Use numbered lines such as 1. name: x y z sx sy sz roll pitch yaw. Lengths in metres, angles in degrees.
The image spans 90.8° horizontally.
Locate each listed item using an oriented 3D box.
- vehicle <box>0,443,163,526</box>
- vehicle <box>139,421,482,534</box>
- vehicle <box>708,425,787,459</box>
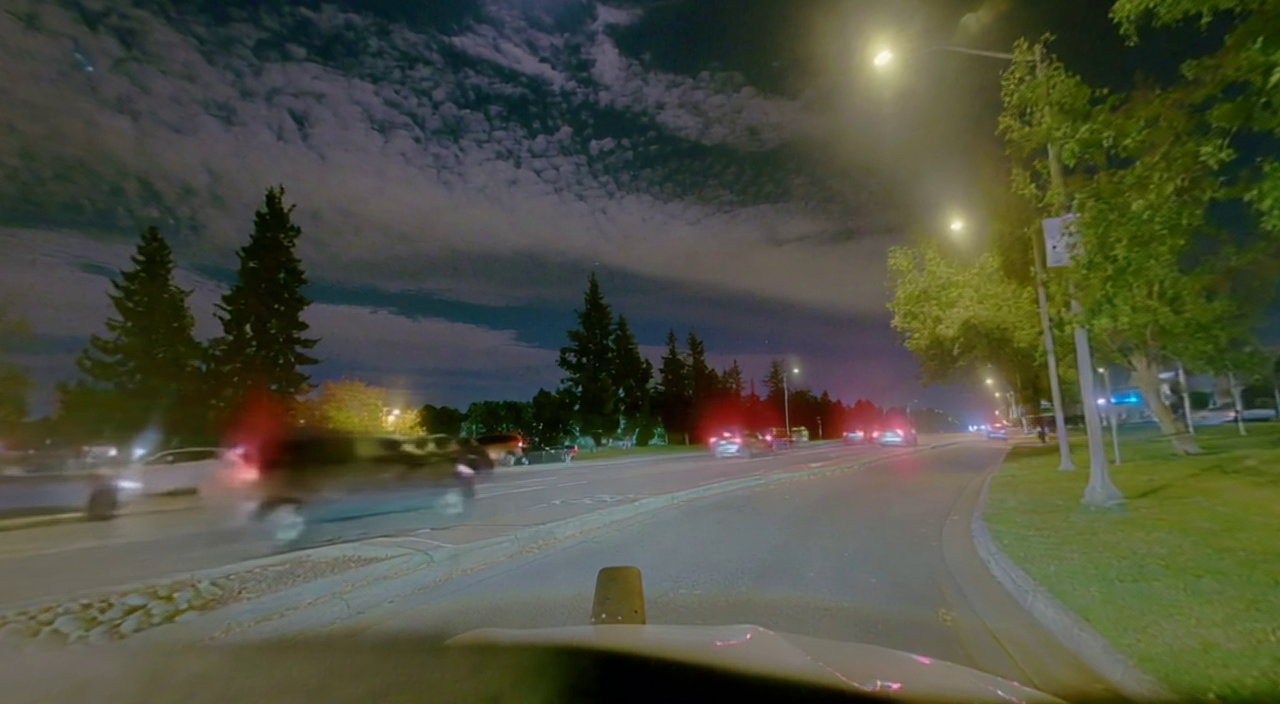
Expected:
1. vehicle: -14.526 3.125 14.686 2.313 1.688 5.015 -12 -12 39
2. vehicle: -5.700 2.192 11.562 2.201 1.574 5.060 -11 -13 42
3. vehicle: 5.752 4.724 33.257 2.040 1.625 5.119 -5 -10 36
